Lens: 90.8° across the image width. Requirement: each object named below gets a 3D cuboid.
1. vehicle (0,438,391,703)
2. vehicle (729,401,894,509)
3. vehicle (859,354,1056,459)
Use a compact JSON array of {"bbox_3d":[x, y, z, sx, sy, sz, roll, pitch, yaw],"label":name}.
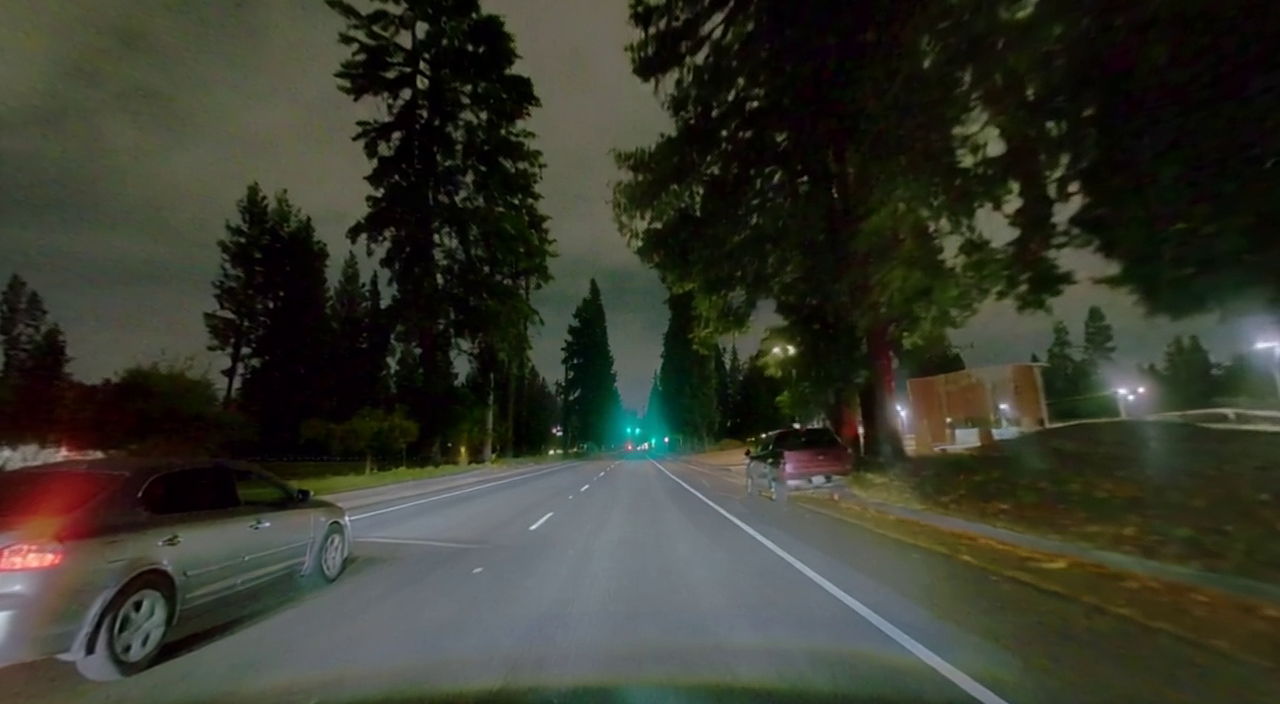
[{"bbox_3d":[-3.940,1.484,5.348,1.946,1.437,4.154,0,-8,0],"label":"vehicle"},{"bbox_3d":[4.334,2.814,17.675,2.554,2.388,6.973,0,-8,-1],"label":"vehicle"},{"bbox_3d":[13.685,2.868,29.178,2.862,3.816,12.219,-1,-8,1],"label":"vehicle"}]
